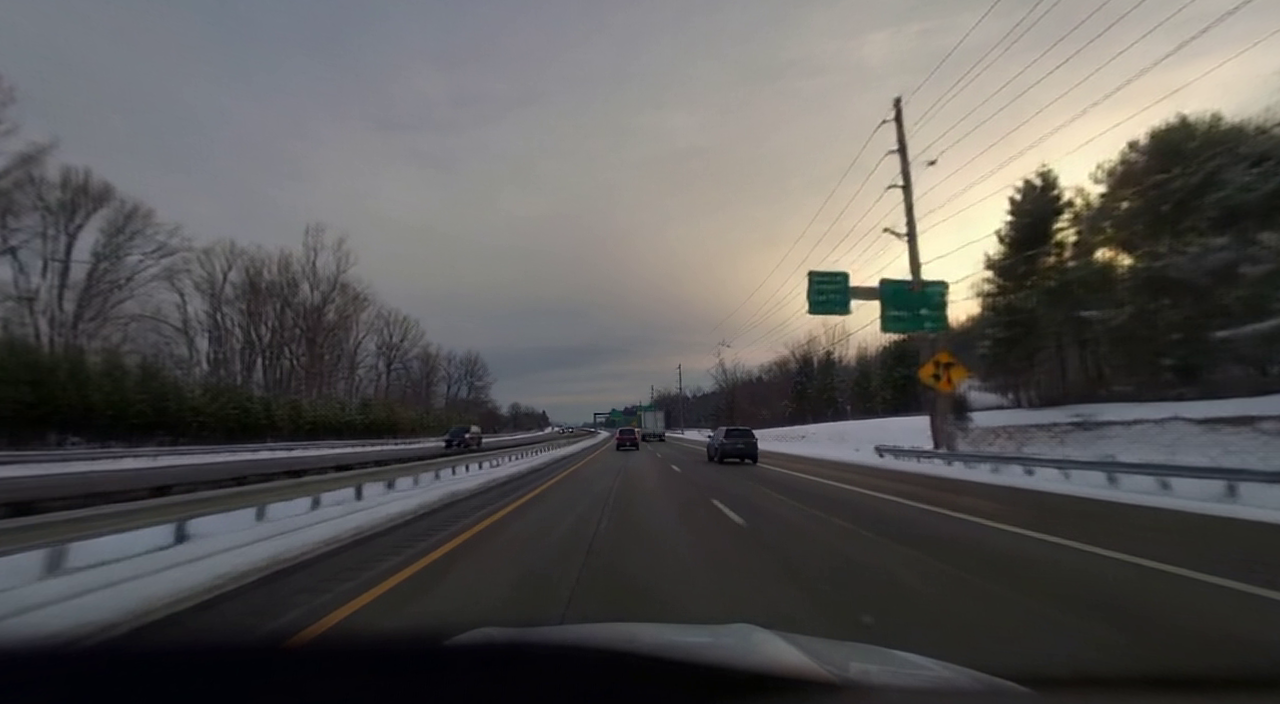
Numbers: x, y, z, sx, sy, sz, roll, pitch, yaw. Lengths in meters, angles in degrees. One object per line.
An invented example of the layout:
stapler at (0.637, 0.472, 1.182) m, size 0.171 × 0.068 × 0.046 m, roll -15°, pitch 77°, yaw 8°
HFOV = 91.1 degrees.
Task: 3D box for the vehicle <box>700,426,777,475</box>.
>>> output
vehicle at (3.408, 3.489, 22.600) m, size 2.062 × 1.581 × 3.914 m, roll 0°, pitch -8°, yaw -1°

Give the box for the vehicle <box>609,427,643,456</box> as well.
vehicle at (-0.861, 5.527, 38.890) m, size 2.019 × 1.642 × 3.790 m, roll 0°, pitch -8°, yaw -1°
